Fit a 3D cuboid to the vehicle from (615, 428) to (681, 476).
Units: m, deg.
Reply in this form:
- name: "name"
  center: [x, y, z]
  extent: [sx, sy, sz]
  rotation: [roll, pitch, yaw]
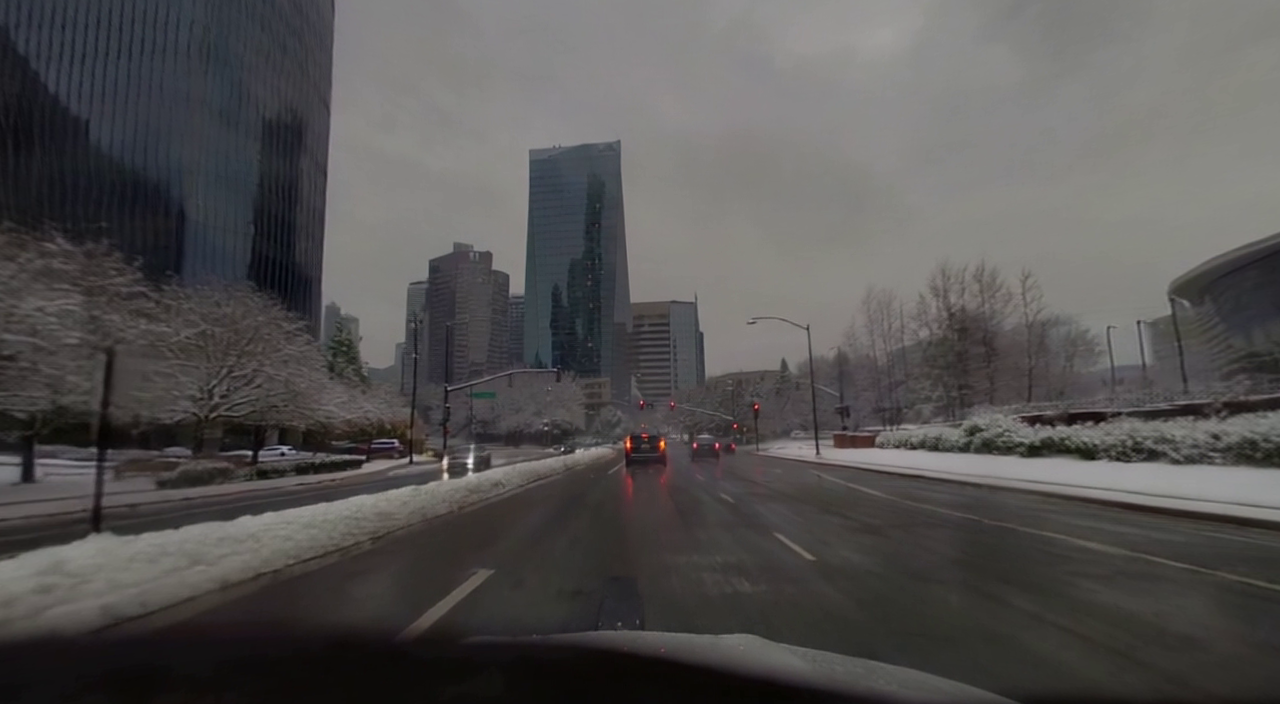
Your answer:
- name: "vehicle"
  center: [0.326, 4.272, 27.050]
  extent: [2.601, 1.878, 4.535]
  rotation: [0, -8, 0]

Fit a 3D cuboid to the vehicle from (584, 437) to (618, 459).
- name: "vehicle"
  center: [-2.833, 7.118, 46.615]
  extent: [2.103, 1.569, 3.861]
  rotation: [0, -9, 2]

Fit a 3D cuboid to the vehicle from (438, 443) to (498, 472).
- name: "vehicle"
  center: [-9.851, 6.076, 36.417]
  extent: [1.967, 1.552, 4.536]
  rotation: [-1, -9, 4]
